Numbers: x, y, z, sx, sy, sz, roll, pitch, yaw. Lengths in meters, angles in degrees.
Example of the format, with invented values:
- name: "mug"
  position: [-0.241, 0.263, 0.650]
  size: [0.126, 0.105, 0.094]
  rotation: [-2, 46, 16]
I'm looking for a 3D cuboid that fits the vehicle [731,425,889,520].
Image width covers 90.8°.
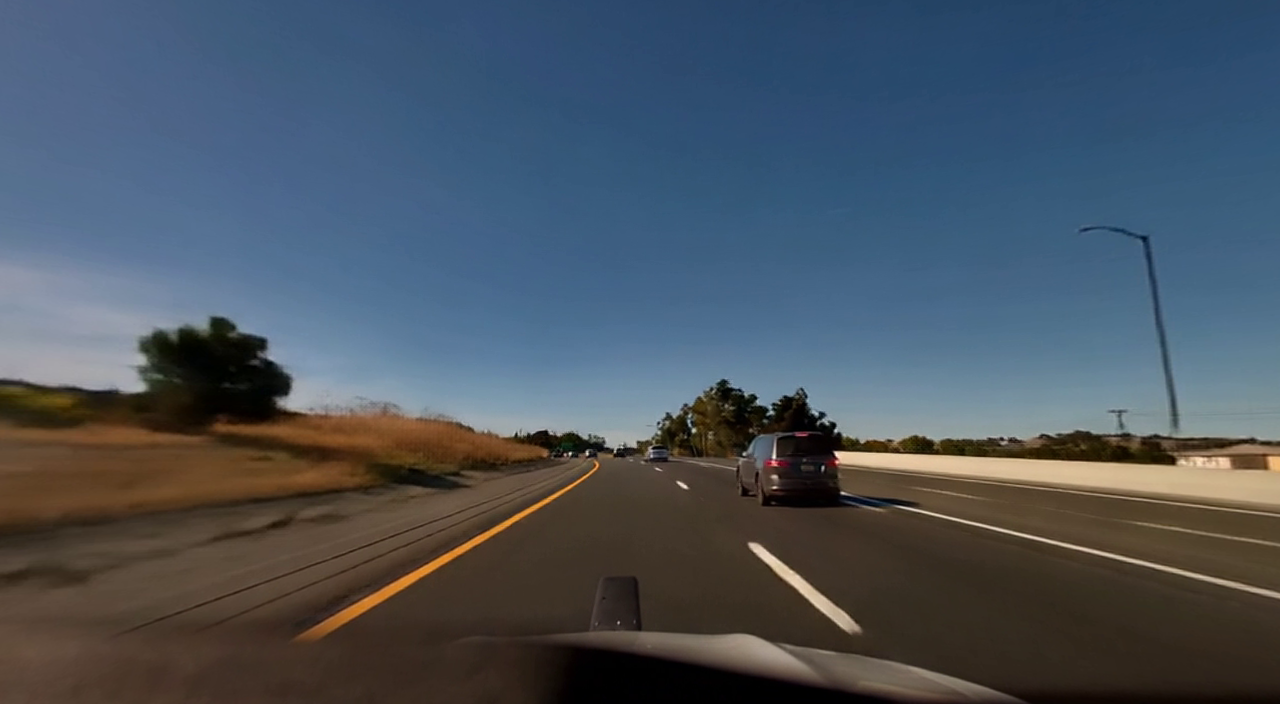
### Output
- name: "vehicle"
  position: [3.567, 2.638, 14.415]
  size: [2.141, 1.785, 4.778]
  rotation: [0, -8, -2]
